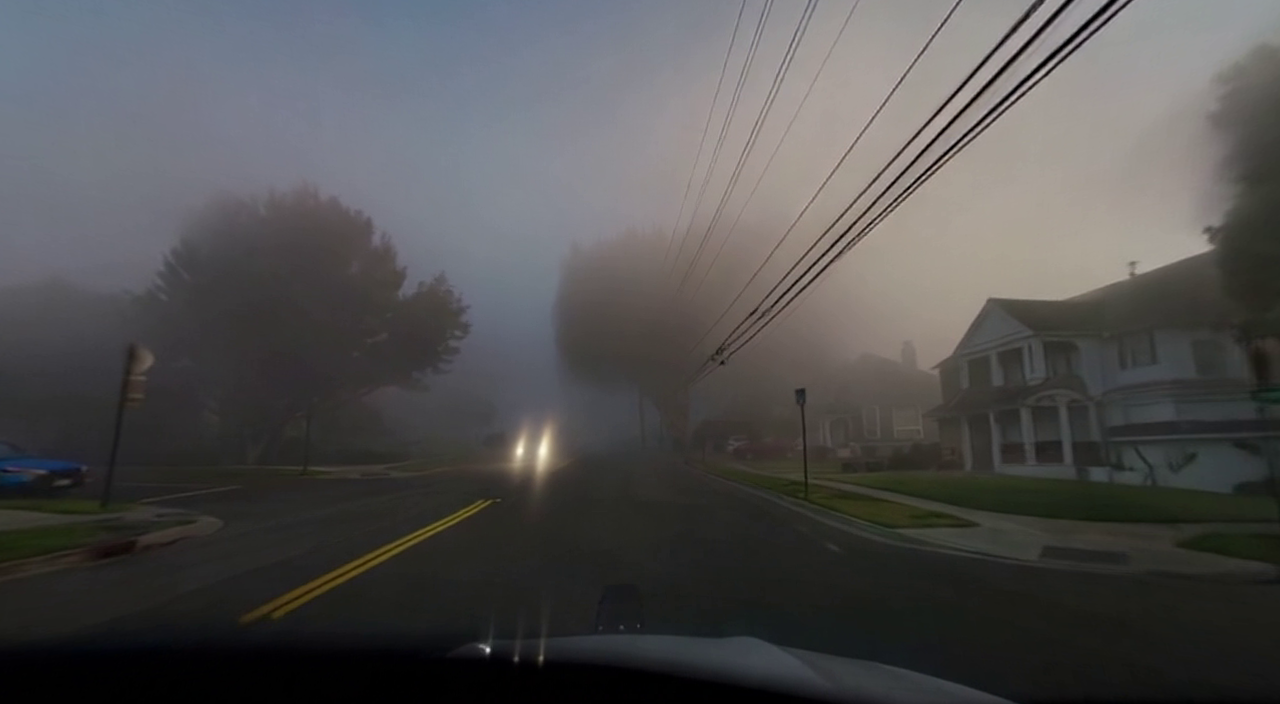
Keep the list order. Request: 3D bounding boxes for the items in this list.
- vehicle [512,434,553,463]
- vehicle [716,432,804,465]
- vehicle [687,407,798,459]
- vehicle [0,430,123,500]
[{"bbox_3d":[-5.989,5.425,35.724,1.892,1.501,4.335,1,-7,-5],"label":"vehicle"},{"bbox_3d":[6.660,5.412,35.463,4.412,1.565,1.957,-2,-7,-2],"label":"vehicle"},{"bbox_3d":[7.142,5.724,44.527,7.115,3.010,2.378,-3,-9,-8],"label":"vehicle"},{"bbox_3d":[-14.975,2.493,14.281,4.751,1.459,1.996,0,-7,-2],"label":"vehicle"}]
